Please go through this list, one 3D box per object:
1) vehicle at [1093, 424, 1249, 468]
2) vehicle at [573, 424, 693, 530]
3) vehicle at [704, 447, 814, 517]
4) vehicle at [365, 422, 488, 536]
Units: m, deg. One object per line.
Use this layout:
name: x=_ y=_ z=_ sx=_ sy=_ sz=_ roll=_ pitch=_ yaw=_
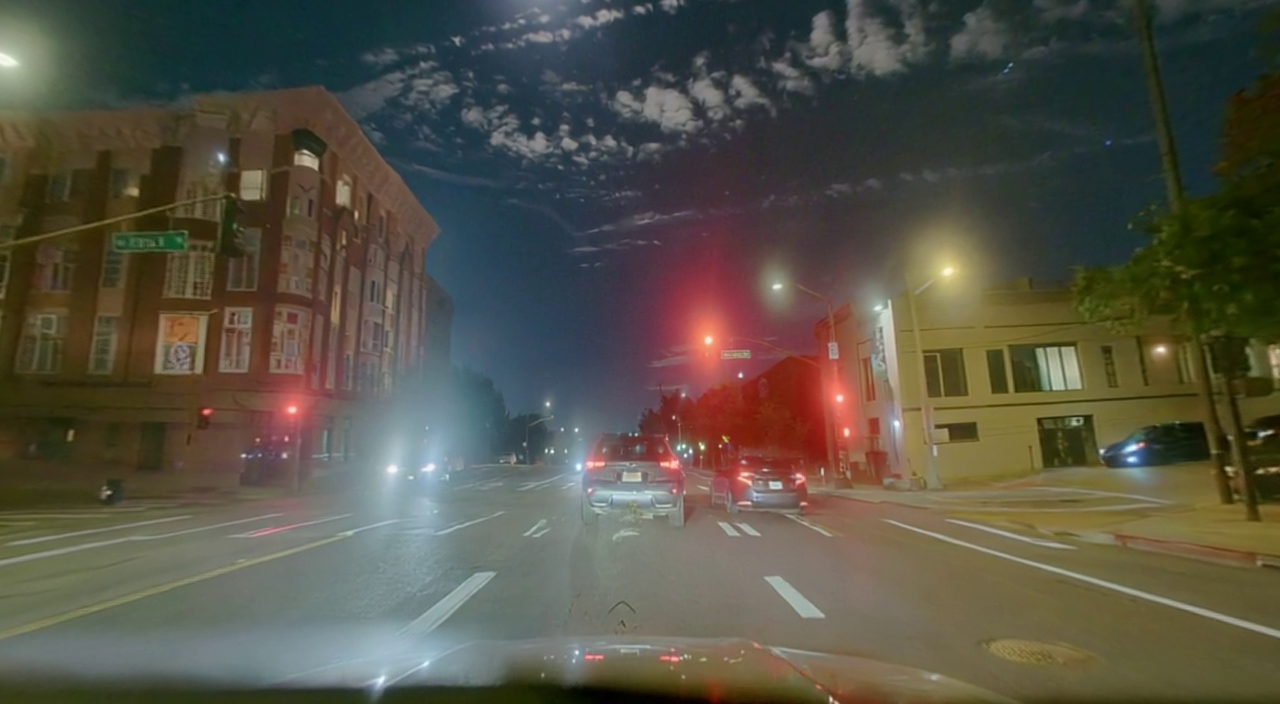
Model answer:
vehicle: x=20.879 y=3.719 z=24.992 sx=4.355 sy=1.663 sz=1.948 roll=0 pitch=-9 yaw=0
vehicle: x=-0.175 y=2.536 z=13.464 sx=2.105 sy=1.842 sz=4.537 roll=0 pitch=-8 yaw=-1
vehicle: x=2.765 y=3.097 z=15.628 sx=1.852 sy=1.462 sz=4.155 roll=0 pitch=-8 yaw=-1
vehicle: x=-4.148 y=2.389 z=12.499 sx=1.855 sy=1.812 sz=4.244 roll=3 pitch=-9 yaw=-17
